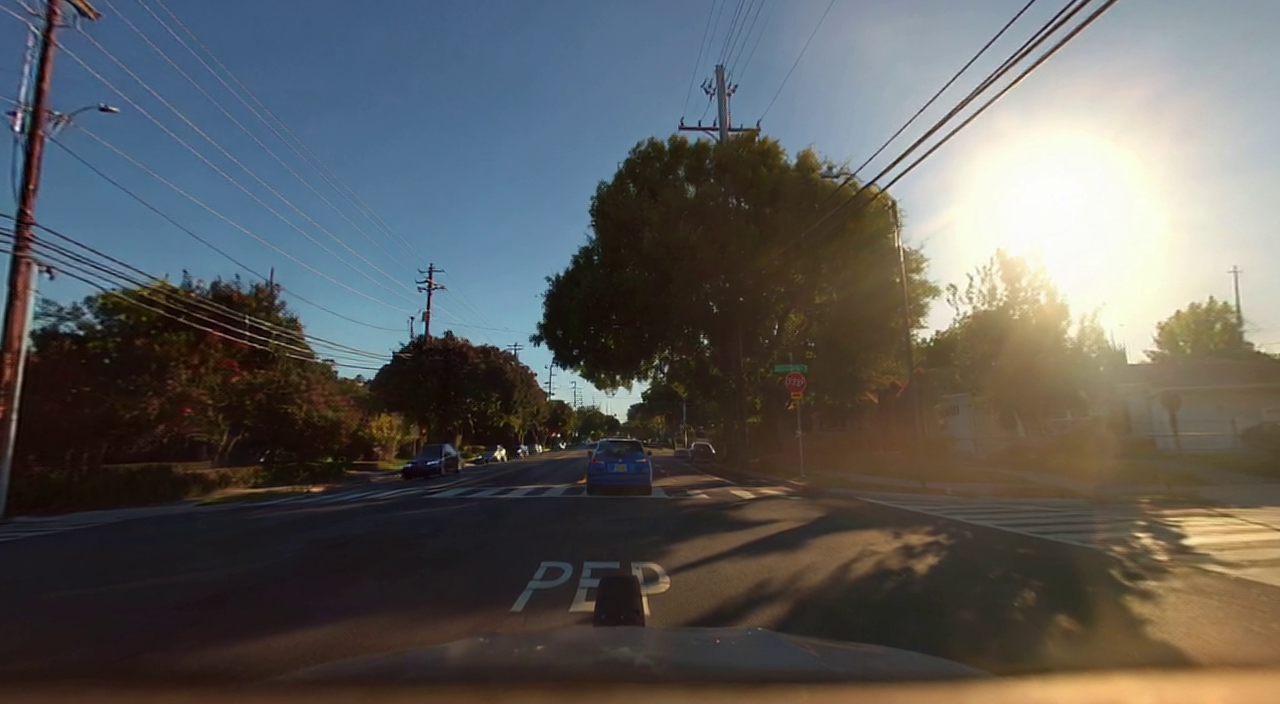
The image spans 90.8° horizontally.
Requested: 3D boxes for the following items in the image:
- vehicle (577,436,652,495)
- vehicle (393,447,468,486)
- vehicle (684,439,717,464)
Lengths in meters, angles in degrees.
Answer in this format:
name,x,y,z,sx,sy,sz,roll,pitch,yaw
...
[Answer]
name,x,y,z,sx,sy,sz,roll,pitch,yaw
vehicle,-0.662,3.106,17.657,1.877,1.448,3.830,0,-8,-1
vehicle,-8.716,4.767,26.645,1.934,1.506,4.032,0,-8,-3
vehicle,4.440,7.407,47.091,2.101,1.744,4.466,0,-8,1
